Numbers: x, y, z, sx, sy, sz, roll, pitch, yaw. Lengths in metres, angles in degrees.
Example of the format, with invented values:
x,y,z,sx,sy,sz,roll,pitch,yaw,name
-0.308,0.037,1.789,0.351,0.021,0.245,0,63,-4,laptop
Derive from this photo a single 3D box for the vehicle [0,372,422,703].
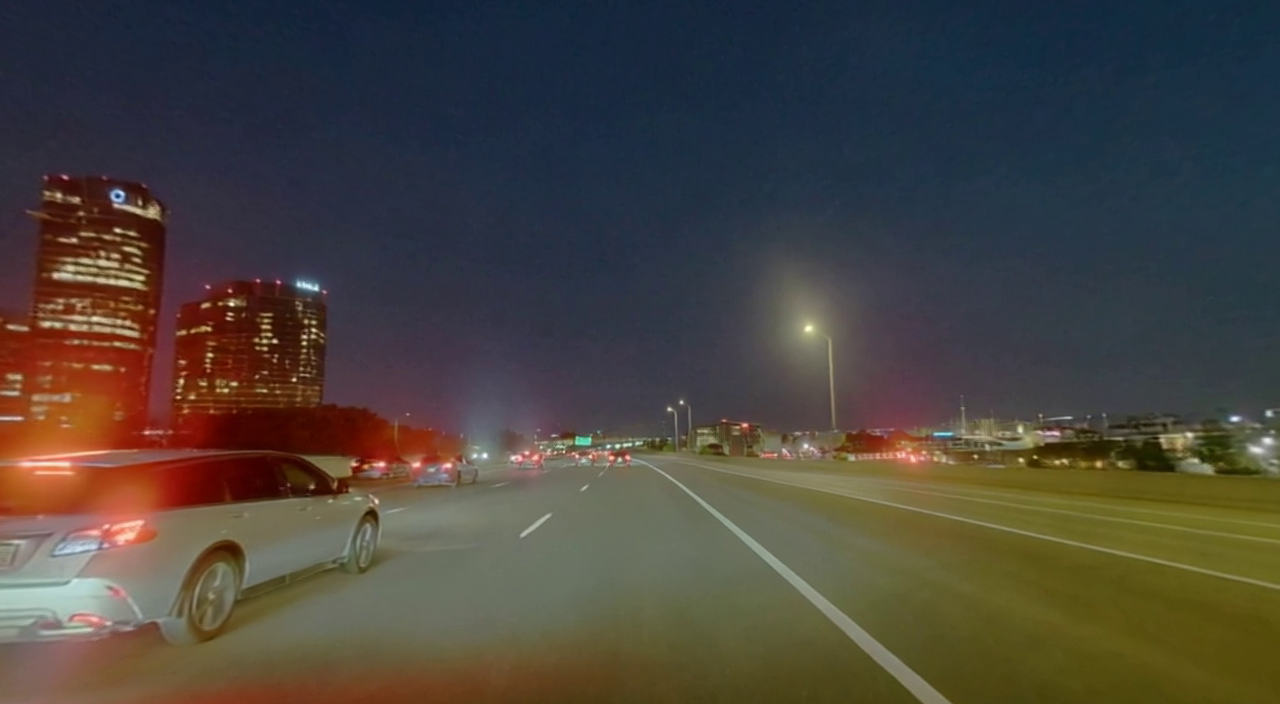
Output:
x,y,z,sx,sy,sz,roll,pitch,yaw,name
-3.572,1.287,4.891,2.036,1.717,4.592,0,-9,1,vehicle

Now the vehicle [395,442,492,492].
x,y,z,sx,sy,sz,roll,pitch,yaw,name
-7.097,4.202,23.356,2.075,1.642,4.638,0,-9,0,vehicle

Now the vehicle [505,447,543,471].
x,y,z,sx,sy,sz,roll,pitch,yaw,name
-8.549,7.885,46.645,2.065,1.689,4.399,0,-9,-2,vehicle
